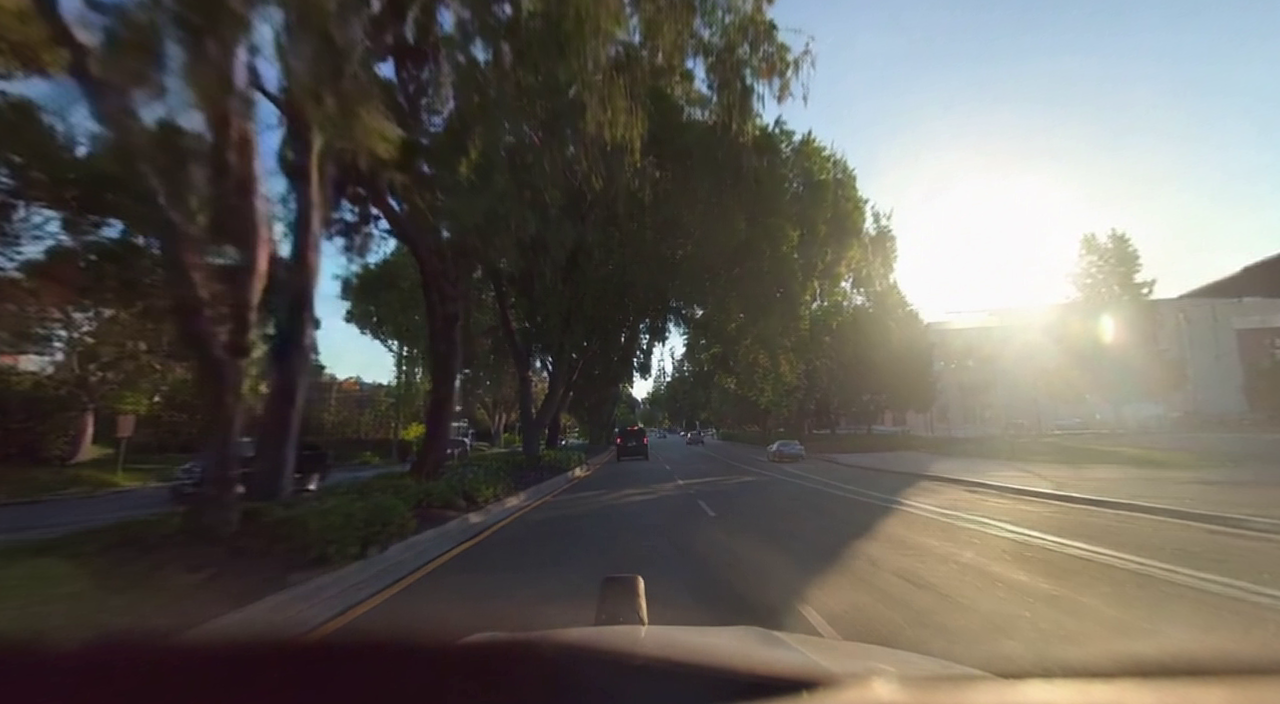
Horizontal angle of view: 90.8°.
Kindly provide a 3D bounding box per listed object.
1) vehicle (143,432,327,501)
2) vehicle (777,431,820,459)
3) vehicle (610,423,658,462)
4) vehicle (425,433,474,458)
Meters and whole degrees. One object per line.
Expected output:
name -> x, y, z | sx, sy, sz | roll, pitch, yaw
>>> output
vehicle -> -10.764, 3.068, 17.326 | 1.979, 1.605, 4.550 | 0, -9, 1
vehicle -> 11.008, 6.510, 44.152 | 2.364, 1.781, 4.854 | -1, -9, 8
vehicle -> -0.328, 4.992, 34.728 | 2.411, 1.937, 5.186 | 0, -8, -1
vehicle -> -13.527, 6.656, 45.113 | 1.929, 1.676, 5.134 | 0, -9, 0
